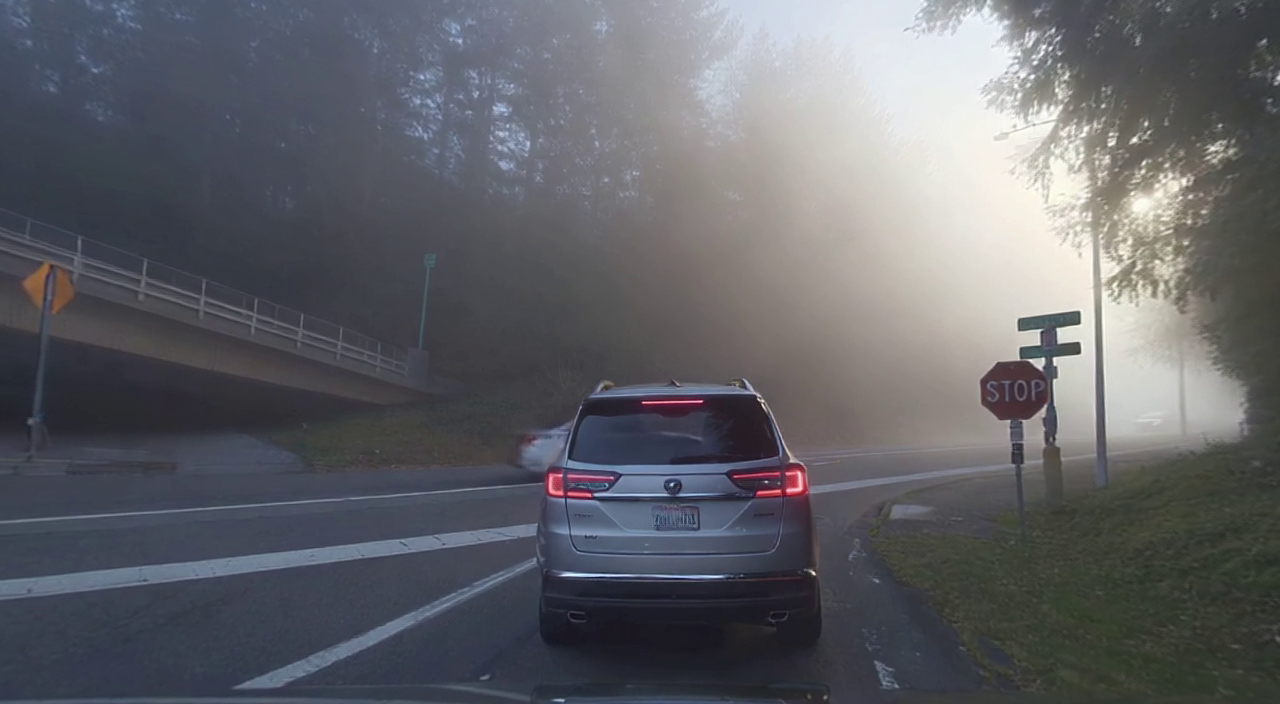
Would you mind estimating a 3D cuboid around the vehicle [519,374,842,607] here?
[{"bbox_3d":[0.312,1.399,7.148,2.494,1.804,4.336,0,-9,0],"label":"vehicle"}]
